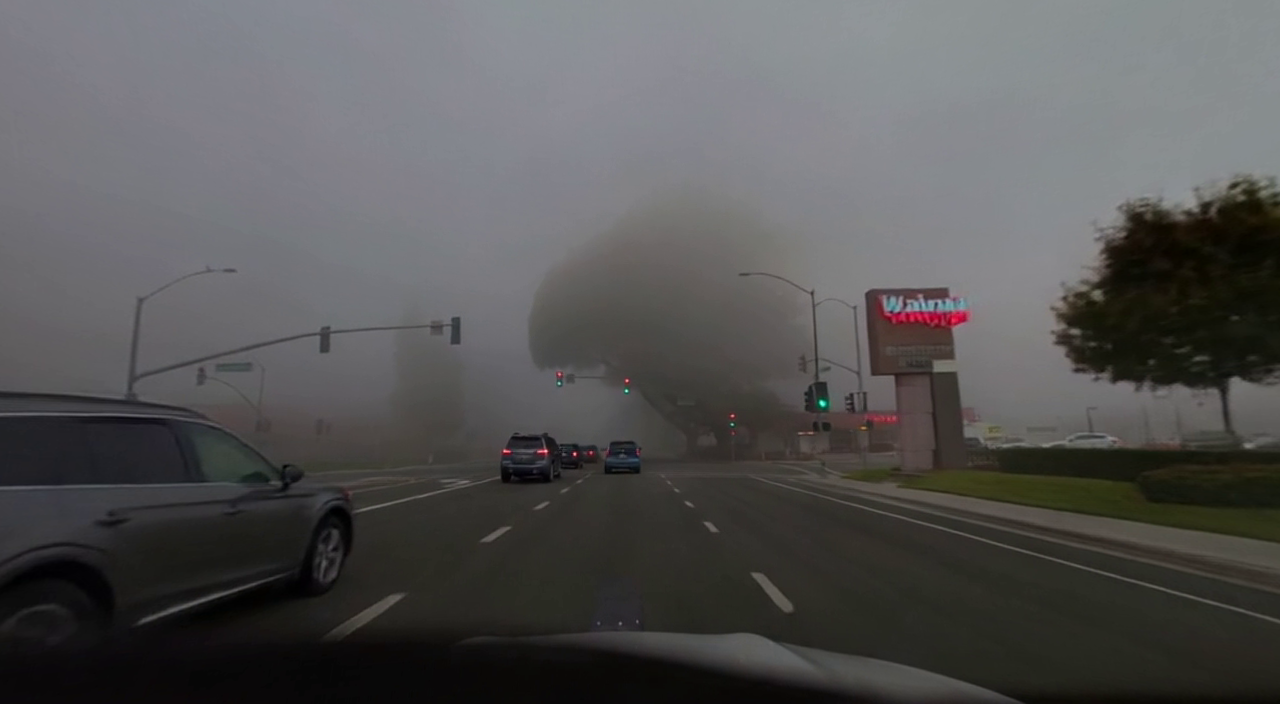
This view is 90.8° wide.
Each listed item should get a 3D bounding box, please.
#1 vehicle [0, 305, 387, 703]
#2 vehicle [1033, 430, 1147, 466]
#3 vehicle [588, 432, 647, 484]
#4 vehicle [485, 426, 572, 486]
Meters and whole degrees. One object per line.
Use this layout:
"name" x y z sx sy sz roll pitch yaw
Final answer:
"vehicle" -3.702 0.963 3.963 2.159 1.877 4.925 0 -8 0
"vehicle" 26.490 5.673 37.316 5.039 1.877 2.076 -2 -8 0
"vehicle" -0.805 4.041 24.289 2.061 1.809 4.141 0 -8 -1
"vehicle" -4.043 3.911 24.096 2.252 1.999 5.605 0 -8 0
